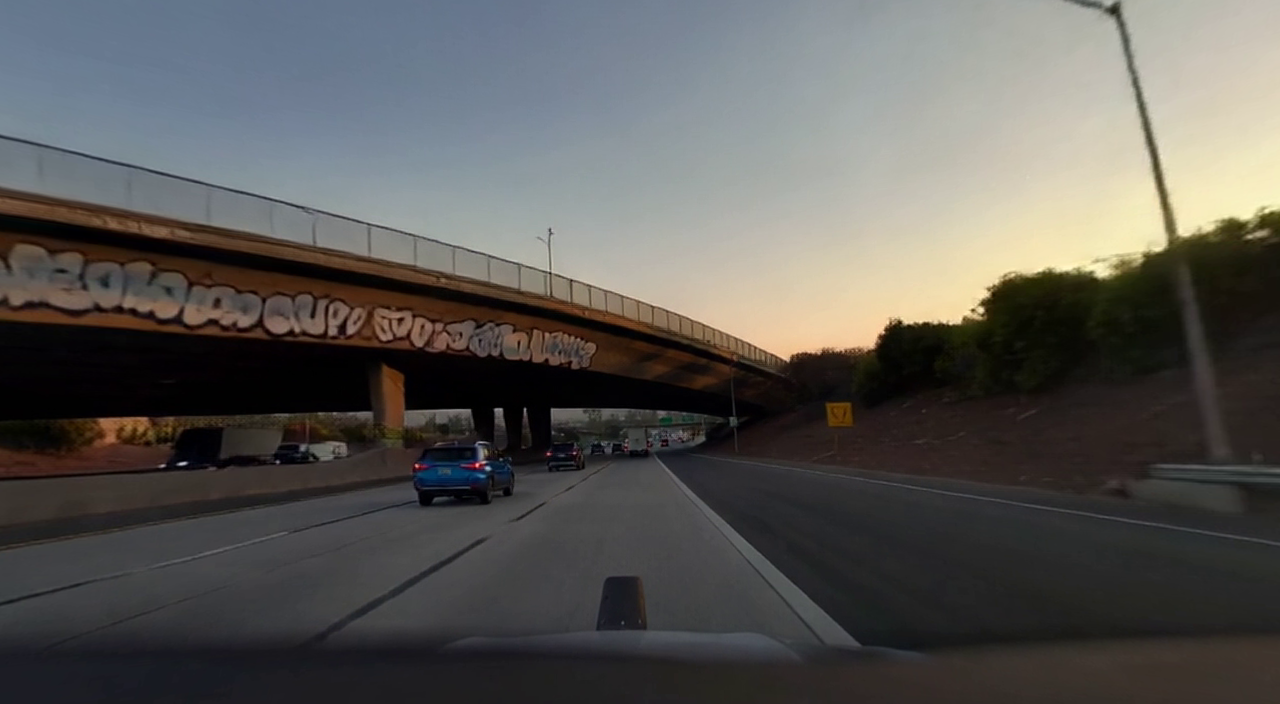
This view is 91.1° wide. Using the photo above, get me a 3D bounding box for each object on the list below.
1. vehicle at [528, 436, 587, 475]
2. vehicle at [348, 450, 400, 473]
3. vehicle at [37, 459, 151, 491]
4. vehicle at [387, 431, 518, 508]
[{"bbox_3d":[-3.822,4.883,29.859,2.154,1.693,4.394,0,-8,1],"label":"vehicle"},{"bbox_3d":[-20.150,8.316,47.788,1.856,1.560,5.001,-1,-8,-1],"label":"vehicle"},{"bbox_3d":[-35.280,7.934,40.892,2.190,1.725,5.844,0,-8,0],"label":"vehicle"},{"bbox_3d":[-4.403,2.810,15.464,1.969,1.633,3.962,0,-8,0],"label":"vehicle"}]
